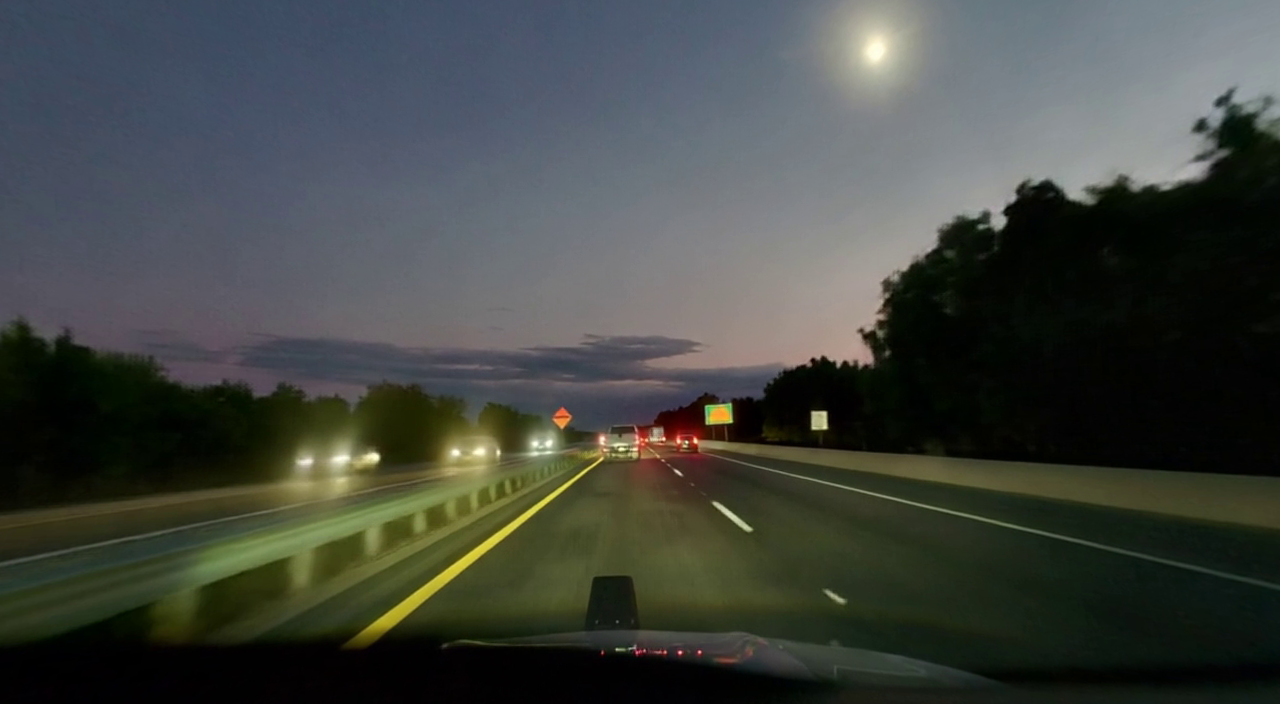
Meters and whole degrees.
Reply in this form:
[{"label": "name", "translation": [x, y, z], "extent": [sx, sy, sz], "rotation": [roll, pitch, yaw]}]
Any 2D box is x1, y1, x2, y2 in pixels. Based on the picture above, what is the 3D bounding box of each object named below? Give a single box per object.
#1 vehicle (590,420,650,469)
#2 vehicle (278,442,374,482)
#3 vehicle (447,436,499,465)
[{"label": "vehicle", "translation": [-0.905, 4.219, 28.951], "extent": [2.503, 2.044, 4.633], "rotation": [0, -8, -1]}, {"label": "vehicle", "translation": [-13.486, 4.712, 27.362], "extent": [2.098, 1.554, 4.068], "rotation": [0, -8, -1]}, {"label": "vehicle", "translation": [-9.641, 5.687, 36.673], "extent": [1.939, 1.568, 4.109], "rotation": [0, -8, 0]}]
